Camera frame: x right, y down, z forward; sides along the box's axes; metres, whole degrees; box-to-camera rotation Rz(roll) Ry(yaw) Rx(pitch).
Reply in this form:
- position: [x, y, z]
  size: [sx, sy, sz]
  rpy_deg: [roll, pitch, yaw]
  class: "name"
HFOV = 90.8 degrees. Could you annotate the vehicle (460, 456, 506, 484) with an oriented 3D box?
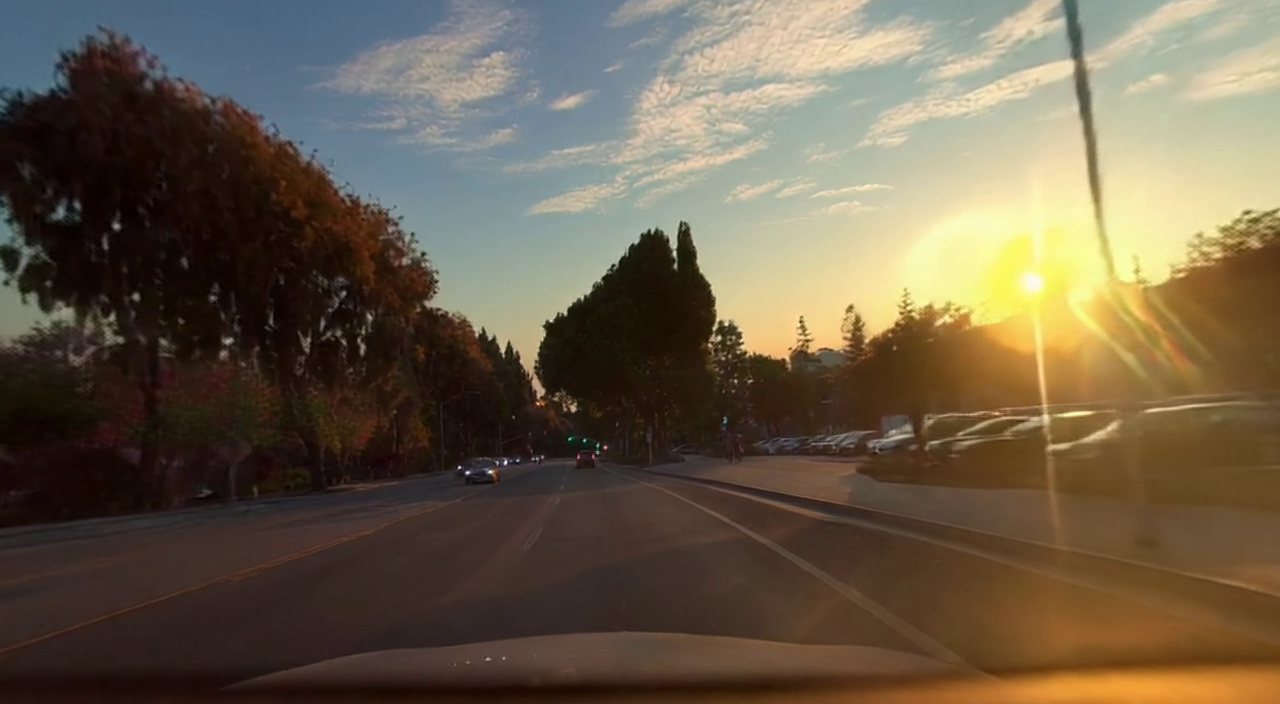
- position: [-9.371, 7.062, 38.034]
  size: [2.033, 1.511, 4.247]
  rpy_deg: [1, -9, -6]
  class: "vehicle"
